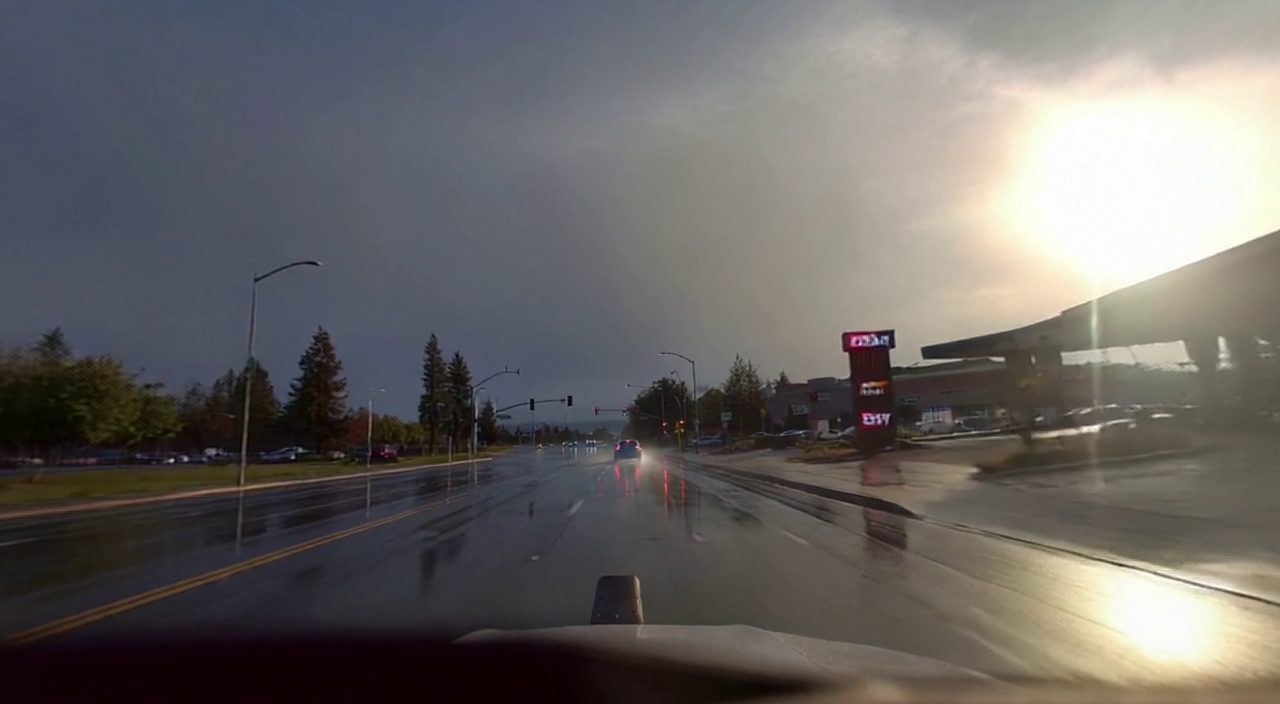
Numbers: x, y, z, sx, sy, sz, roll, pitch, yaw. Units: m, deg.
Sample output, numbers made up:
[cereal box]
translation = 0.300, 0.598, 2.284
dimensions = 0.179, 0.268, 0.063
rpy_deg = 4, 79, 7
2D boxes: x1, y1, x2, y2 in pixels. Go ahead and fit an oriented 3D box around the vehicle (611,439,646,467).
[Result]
[vehicle]
translation = -0.707, 6.228, 39.245
dimensions = 2.024, 1.628, 4.774
rpy_deg = 0, -8, -1
